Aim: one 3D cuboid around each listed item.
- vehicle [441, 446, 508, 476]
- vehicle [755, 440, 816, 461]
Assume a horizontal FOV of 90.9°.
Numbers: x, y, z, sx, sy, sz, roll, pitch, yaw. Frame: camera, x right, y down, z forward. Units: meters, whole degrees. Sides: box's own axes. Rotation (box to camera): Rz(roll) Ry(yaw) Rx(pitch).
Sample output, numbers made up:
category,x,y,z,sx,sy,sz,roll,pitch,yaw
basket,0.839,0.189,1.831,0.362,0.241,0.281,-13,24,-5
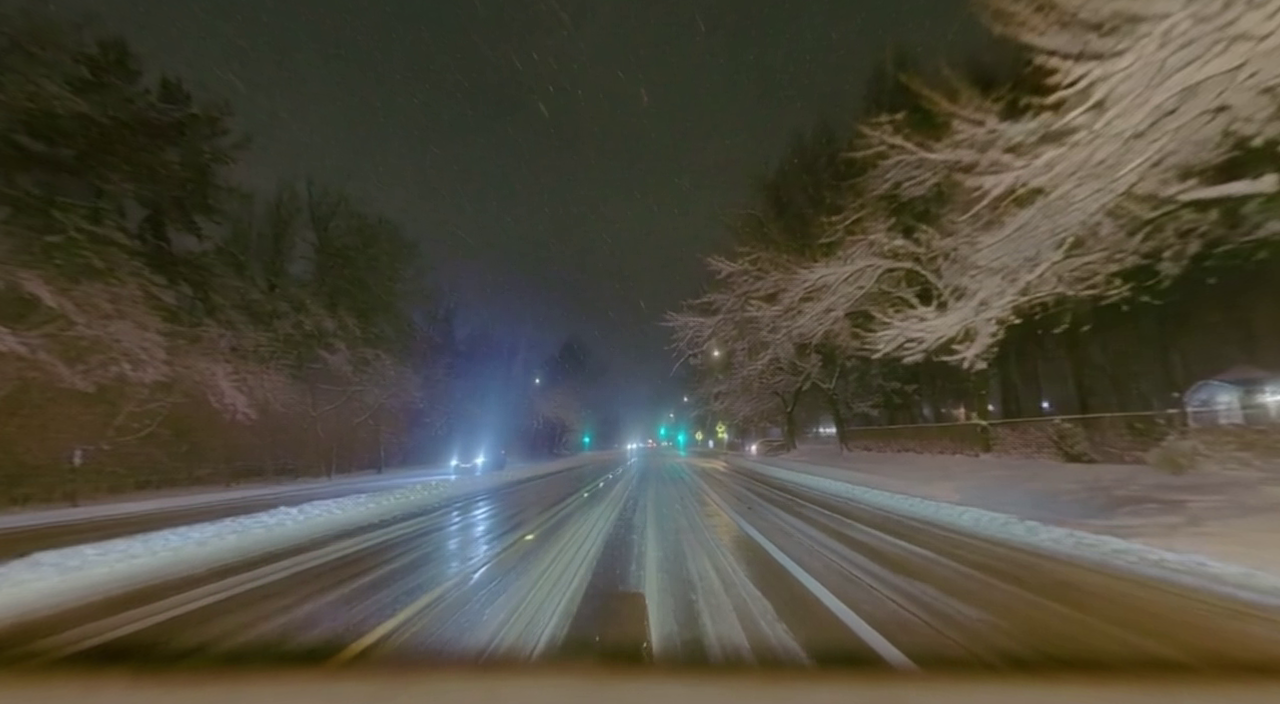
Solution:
category,x,y,z,sx,sy,sz,roll,pitch,yaw
vehicle,-8.369,5.530,32.266,2.162,1.438,4.374,0,-8,2
vehicle,11.380,7.685,49.381,4.227,1.608,2.018,0,-8,-3
